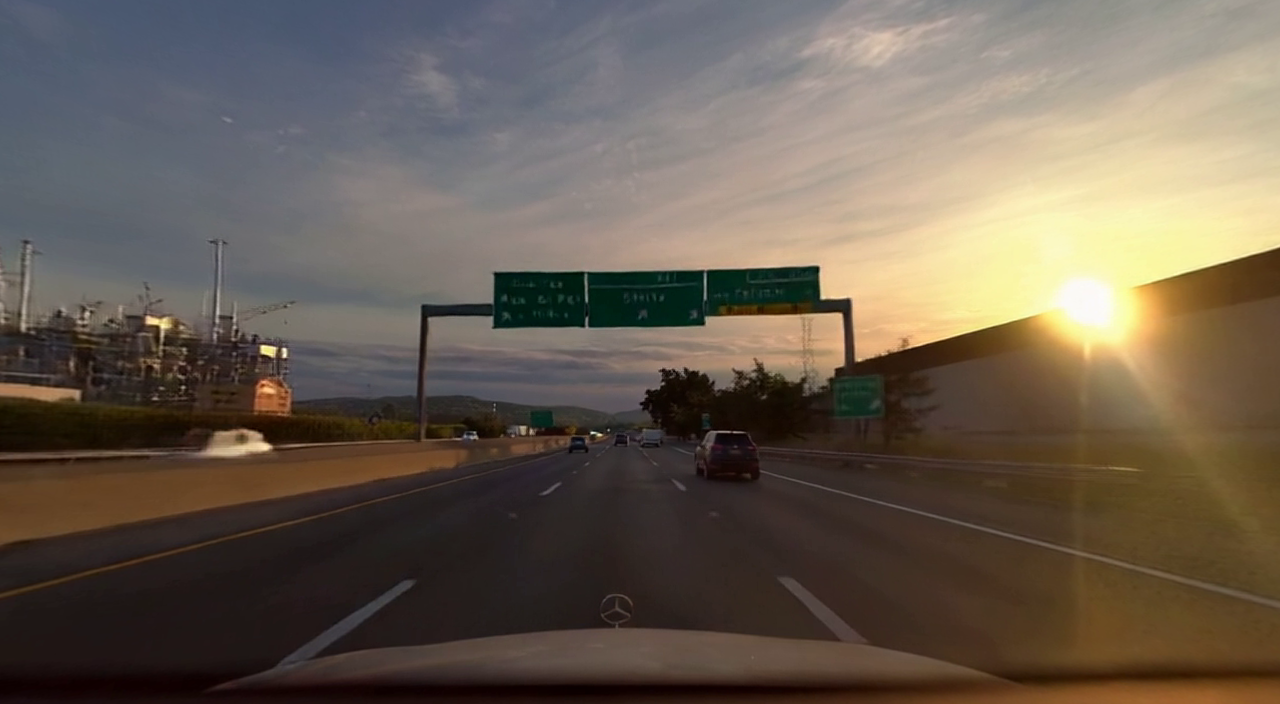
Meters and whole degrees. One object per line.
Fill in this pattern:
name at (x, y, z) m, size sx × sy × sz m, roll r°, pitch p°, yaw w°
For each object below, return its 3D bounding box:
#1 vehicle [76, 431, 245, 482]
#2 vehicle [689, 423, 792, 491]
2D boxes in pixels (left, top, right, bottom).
vehicle at (-16.160, 3.529, 21.672) m, size 2.069 × 1.524 × 4.862 m, roll 0°, pitch -8°, yaw -1°
vehicle at (2.639, 2.876, 17.606) m, size 2.022 × 1.637 × 4.229 m, roll 0°, pitch -8°, yaw -2°
